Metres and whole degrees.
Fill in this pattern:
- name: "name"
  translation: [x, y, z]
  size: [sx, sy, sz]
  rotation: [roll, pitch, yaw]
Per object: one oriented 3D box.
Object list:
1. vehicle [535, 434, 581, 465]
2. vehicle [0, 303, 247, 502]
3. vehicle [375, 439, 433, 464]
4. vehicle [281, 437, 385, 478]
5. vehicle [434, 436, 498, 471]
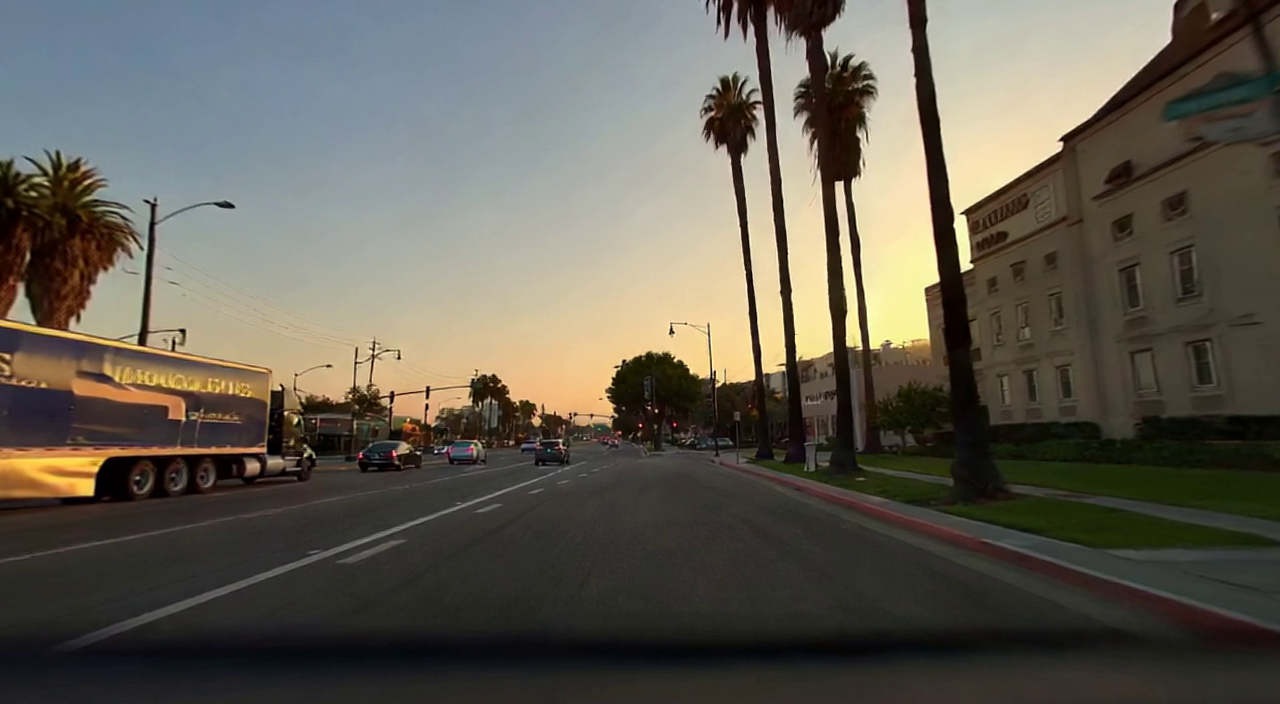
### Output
- name: "vehicle"
  translation: [-4.947, 5.962, 38.541]
  size: [2.114, 1.784, 4.450]
  rotation: [0, -9, 1]
- name: "vehicle"
  translation: [-15.066, 1.063, 13.253]
  size: [2.961, 4.167, 16.429]
  rotation: [0, -8, 0]
- name: "vehicle"
  translation: [-14.959, 6.339, 40.014]
  size: [1.916, 1.481, 4.430]
  rotation: [0, -9, 1]
- name: "vehicle"
  translation: [-11.896, 4.125, 24.702]
  size: [1.900, 1.462, 4.225]
  rotation: [0, -9, 1]
- name: "vehicle"
  translation: [-8.525, 5.009, 31.169]
  size: [1.977, 1.584, 3.983]
  rotation: [0, -9, 1]
